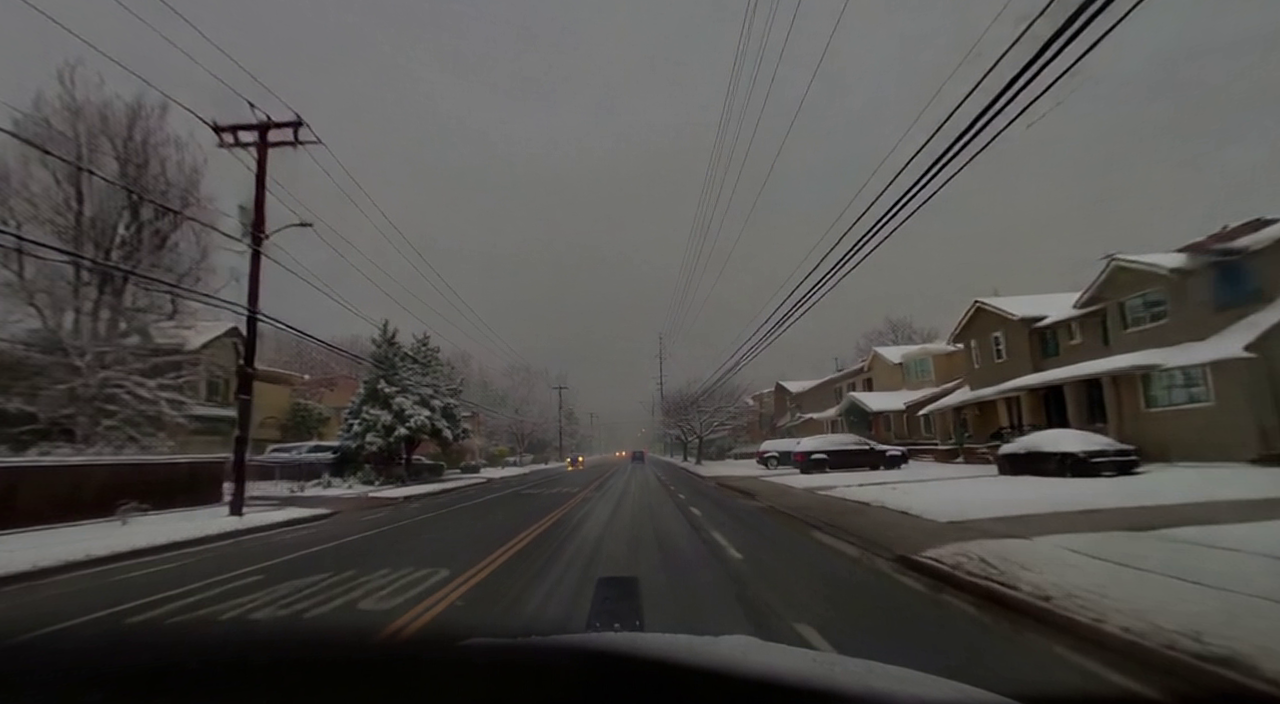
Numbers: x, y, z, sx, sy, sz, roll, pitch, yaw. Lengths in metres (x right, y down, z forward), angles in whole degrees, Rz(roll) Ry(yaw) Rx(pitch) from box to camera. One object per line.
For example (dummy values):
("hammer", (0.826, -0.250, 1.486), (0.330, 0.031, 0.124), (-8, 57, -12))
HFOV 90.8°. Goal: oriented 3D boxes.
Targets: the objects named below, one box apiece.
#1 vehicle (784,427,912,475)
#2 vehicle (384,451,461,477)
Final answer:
("vehicle", (8.863, 4.276, 27.296), (4.747, 1.942, 2.158), (0, -9, 1))
("vehicle", (-14.961, 7.715, 43.693), (4.501, 1.689, 2.106), (0, -9, 1))
